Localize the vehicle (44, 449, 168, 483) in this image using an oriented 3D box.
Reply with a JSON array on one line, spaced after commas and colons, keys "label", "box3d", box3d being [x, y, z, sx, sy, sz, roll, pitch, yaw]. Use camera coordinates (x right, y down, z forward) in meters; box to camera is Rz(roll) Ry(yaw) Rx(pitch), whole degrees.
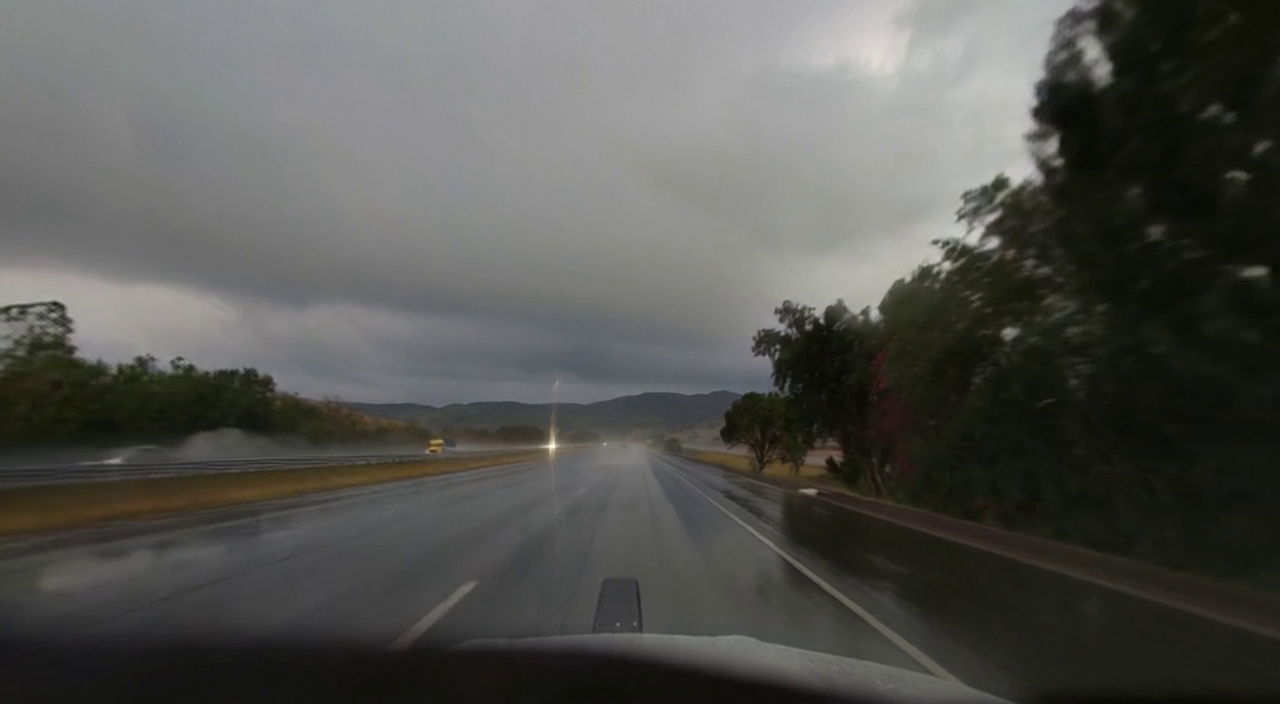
[{"label": "vehicle", "box3d": [-31.894, 6.801, 38.072, 2.262, 1.841, 5.964, 0, -9, 0]}]
